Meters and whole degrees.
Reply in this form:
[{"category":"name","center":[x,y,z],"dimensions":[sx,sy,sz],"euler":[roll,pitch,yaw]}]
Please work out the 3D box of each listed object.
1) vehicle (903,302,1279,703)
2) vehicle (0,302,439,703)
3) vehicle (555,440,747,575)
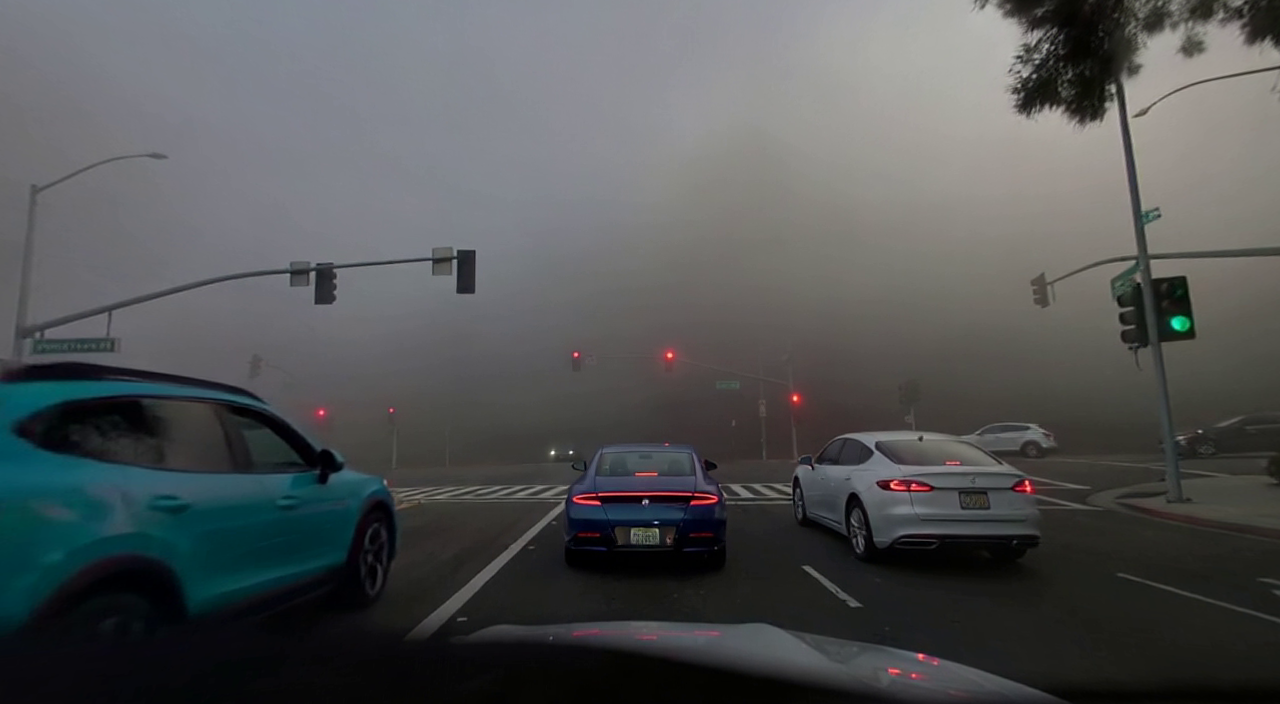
[{"category":"vehicle","center":[3.101,0.807,2.524],"dimensions":[2.143,1.759,4.531],"euler":[0,-8,0]},{"category":"vehicle","center":[-3.262,1.042,4.367],"dimensions":[2.061,1.781,4.842],"euler":[0,-8,1]},{"category":"vehicle","center":[0.121,1.872,8.388],"dimensions":[1.945,1.343,3.827],"euler":[0,-8,0]}]
